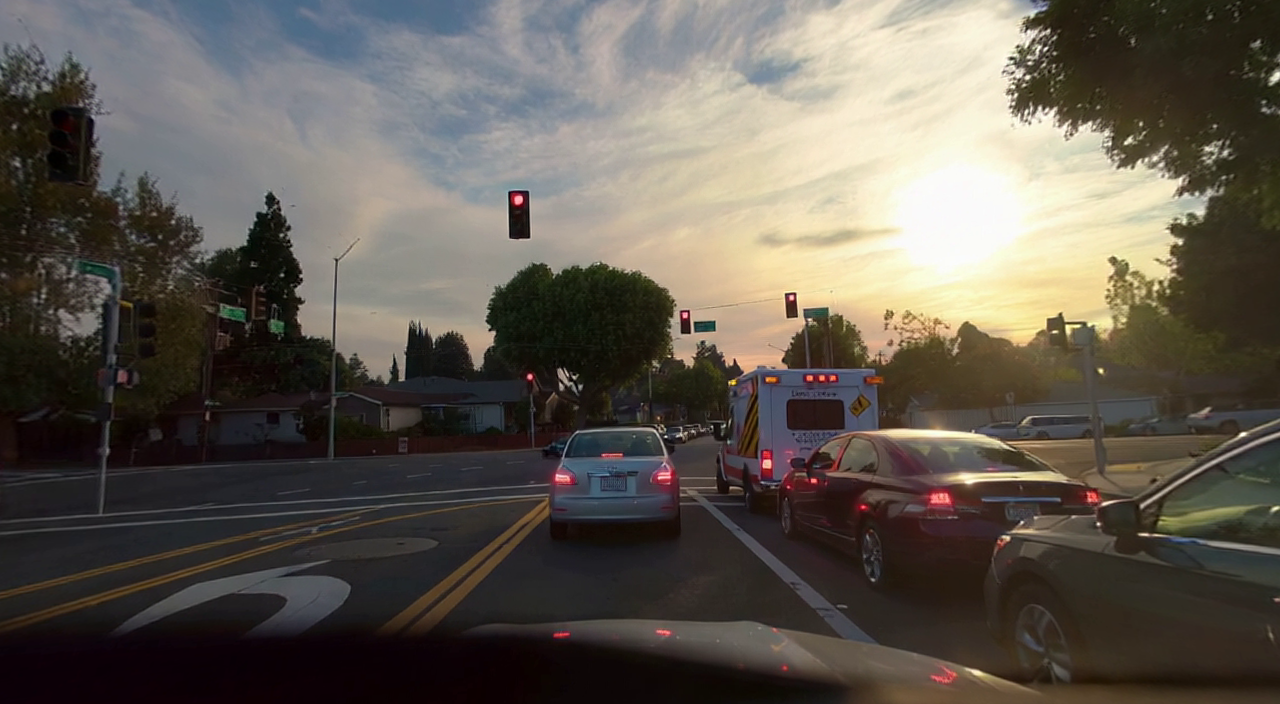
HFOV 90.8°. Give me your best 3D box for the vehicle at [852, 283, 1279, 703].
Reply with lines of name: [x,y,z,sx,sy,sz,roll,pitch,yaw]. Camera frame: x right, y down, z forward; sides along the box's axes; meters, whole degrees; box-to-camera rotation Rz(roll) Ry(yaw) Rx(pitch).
vehicle: [2.852,0.892,2.839,2.194,1.820,4.652,0,-8,1]

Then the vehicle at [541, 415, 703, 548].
vehicle: [-0.278,1.971,10.197,2.114,1.707,3.725,0,-8,-1]

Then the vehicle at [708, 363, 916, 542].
vehicle: [2.893,1.901,12.385,2.406,2.687,5.521,0,-8,-1]

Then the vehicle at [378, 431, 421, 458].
vehicle: [-17.735,6.879,46.870,2.246,1.880,4.454,1,-8,-12]
